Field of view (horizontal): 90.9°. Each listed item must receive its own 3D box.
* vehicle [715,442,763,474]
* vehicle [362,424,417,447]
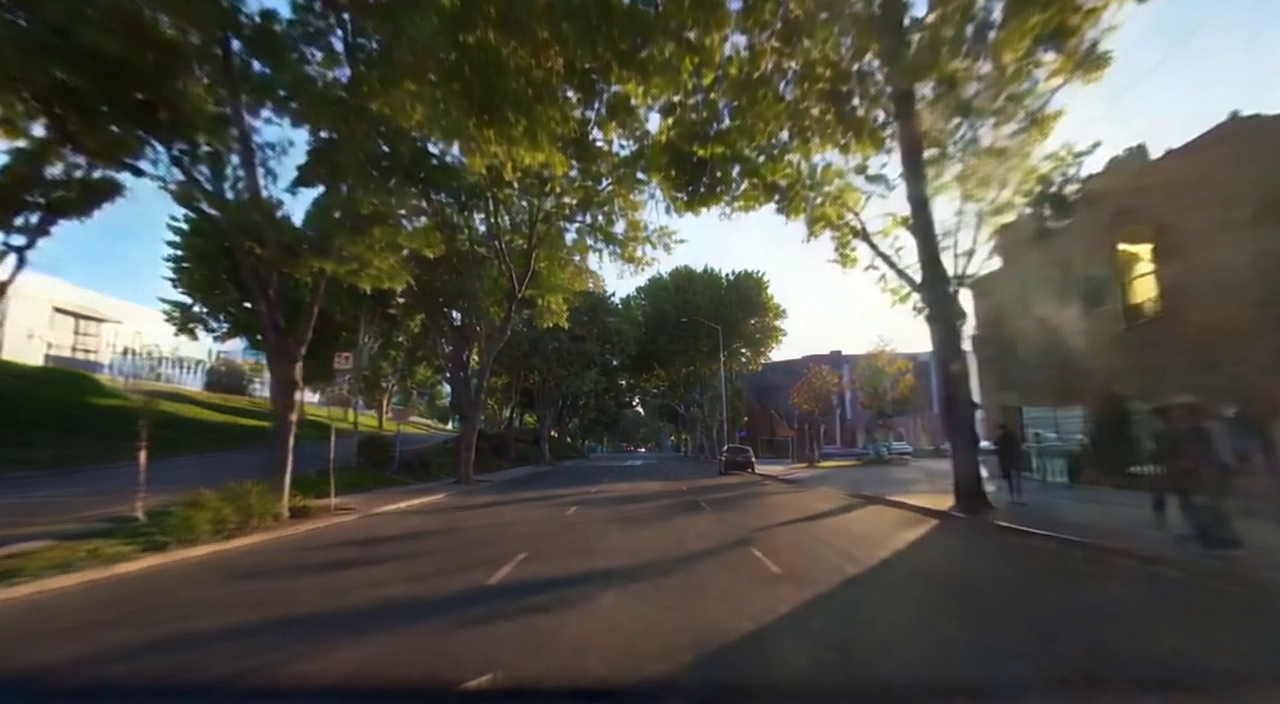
[{"bbox_3d":[6.003,6.483,38.863,2.177,1.788,5.106,0,-8,1],"label":"vehicle"},{"bbox_3d":[-16.958,5.733,42.957,1.960,1.436,4.584,0,-8,-1],"label":"vehicle"}]
